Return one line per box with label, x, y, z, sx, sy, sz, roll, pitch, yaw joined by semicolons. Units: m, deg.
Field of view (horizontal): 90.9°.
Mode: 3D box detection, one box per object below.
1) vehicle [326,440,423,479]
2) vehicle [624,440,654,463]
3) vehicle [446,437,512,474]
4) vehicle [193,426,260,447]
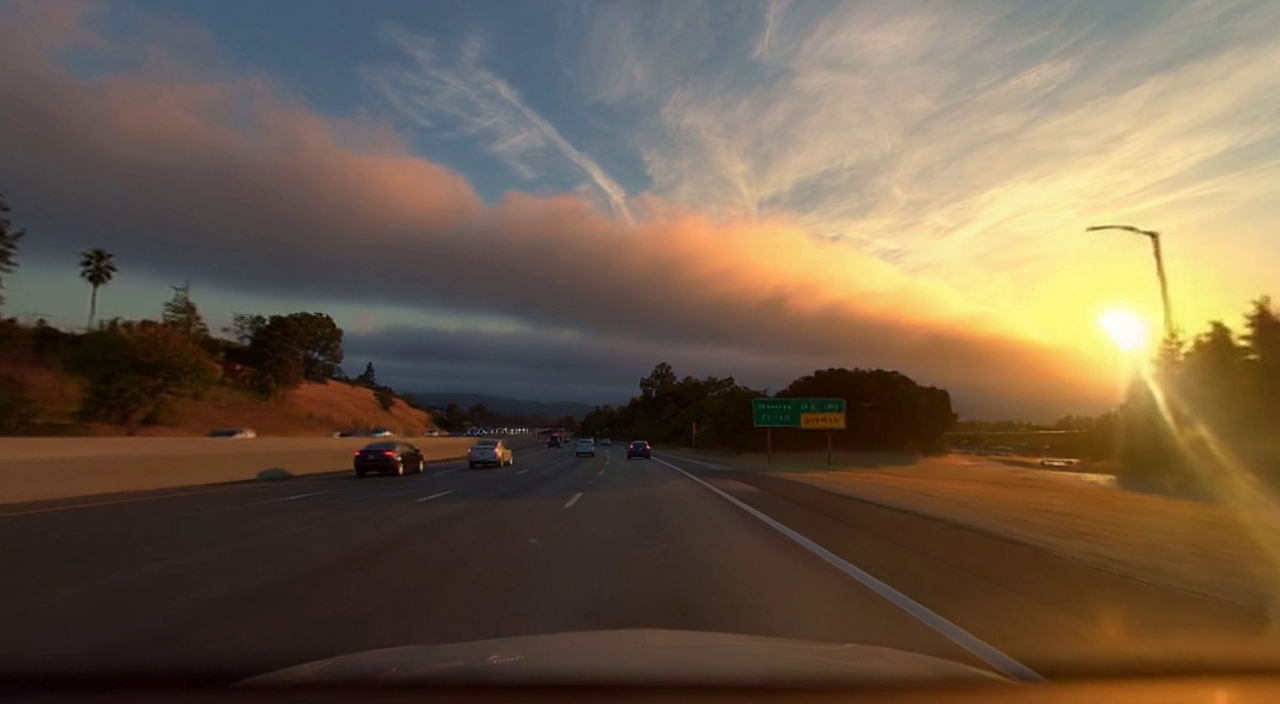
vehicle;-11.115;4.509;26.840;1.935;1.474;5.033;0;-8;0
vehicle;-0.128;6.503;41.382;1.881;1.460;3.694;0;-8;-1
vehicle;-7.529;4.861;29.899;2.086;1.628;4.039;0;-8;-1
vehicle;-30.863;6.346;47.266;1.861;1.520;4.575;0;-8;1
